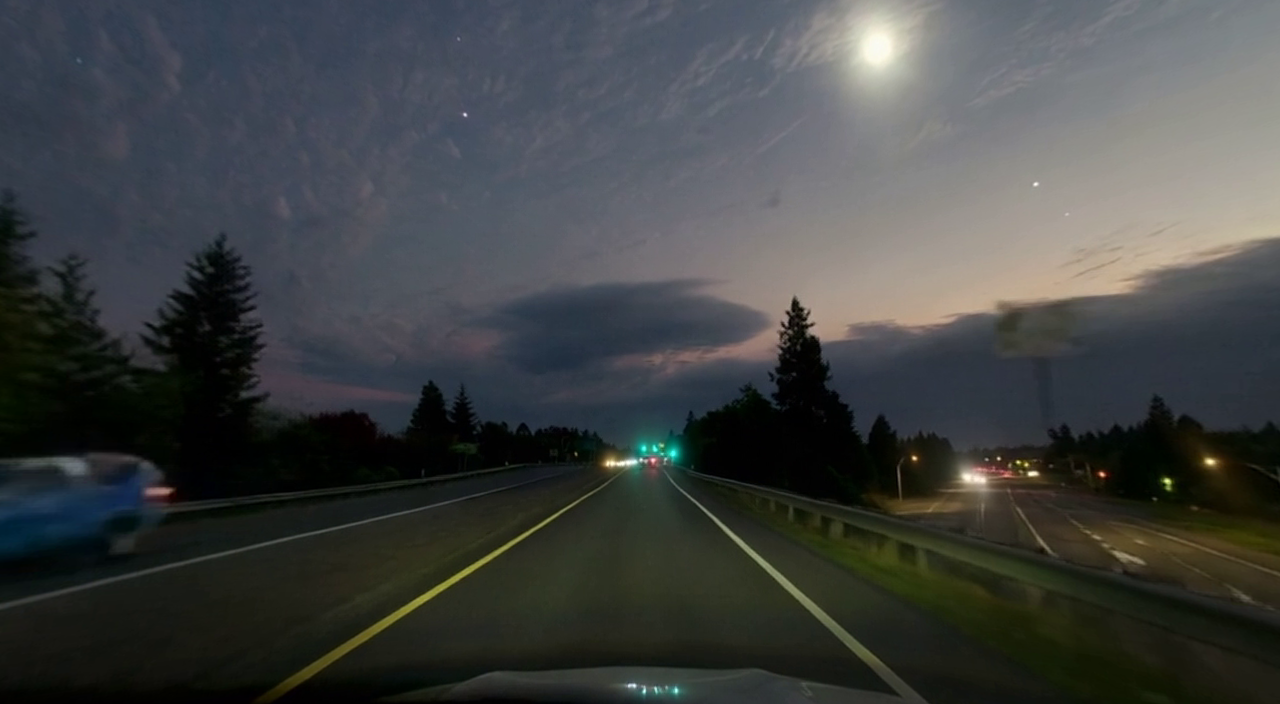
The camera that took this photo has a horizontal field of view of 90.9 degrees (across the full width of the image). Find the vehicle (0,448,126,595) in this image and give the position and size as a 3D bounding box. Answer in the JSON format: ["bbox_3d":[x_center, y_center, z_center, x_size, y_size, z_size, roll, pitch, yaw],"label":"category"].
[{"bbox_3d":[-7.867,1.769,6.423,2.003,1.554,3.757,0,-9,1],"label":"vehicle"}]
